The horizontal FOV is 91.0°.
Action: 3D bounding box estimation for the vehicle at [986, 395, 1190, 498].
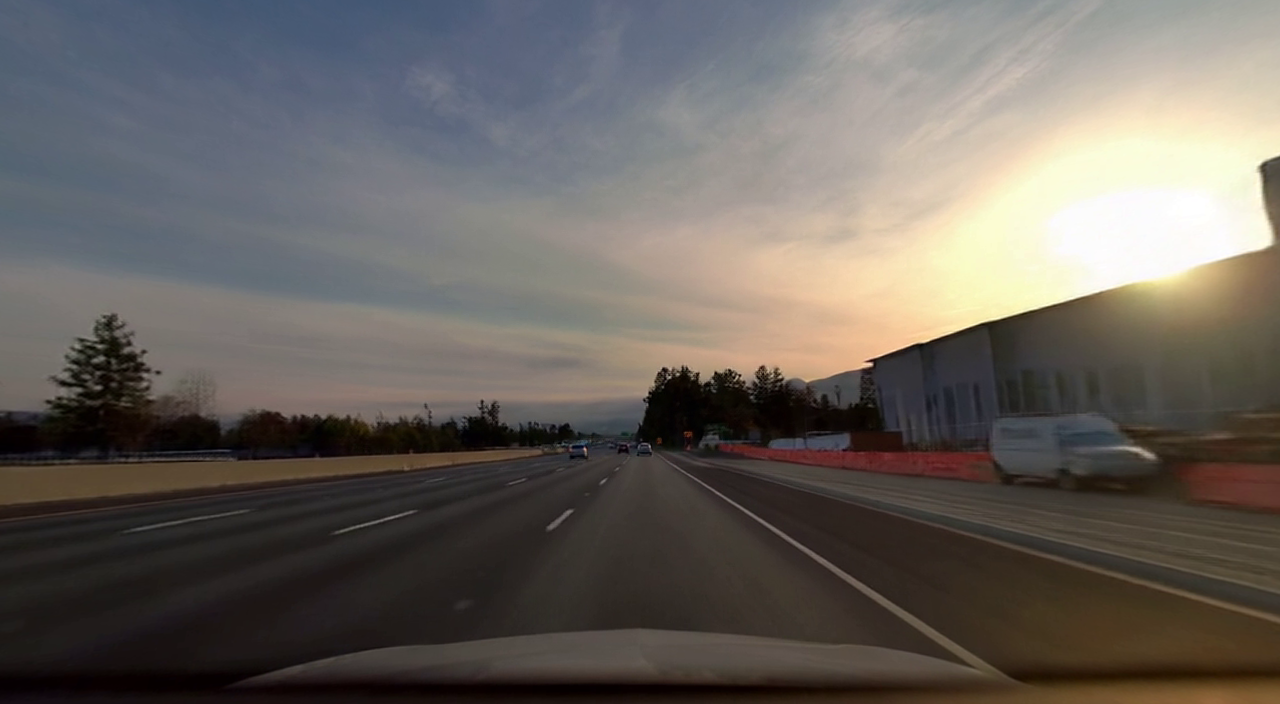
[{"bbox_3d":[14.121,3.083,20.462,2.763,2.805,4.926,-2,-9,0],"label":"vehicle"}]
